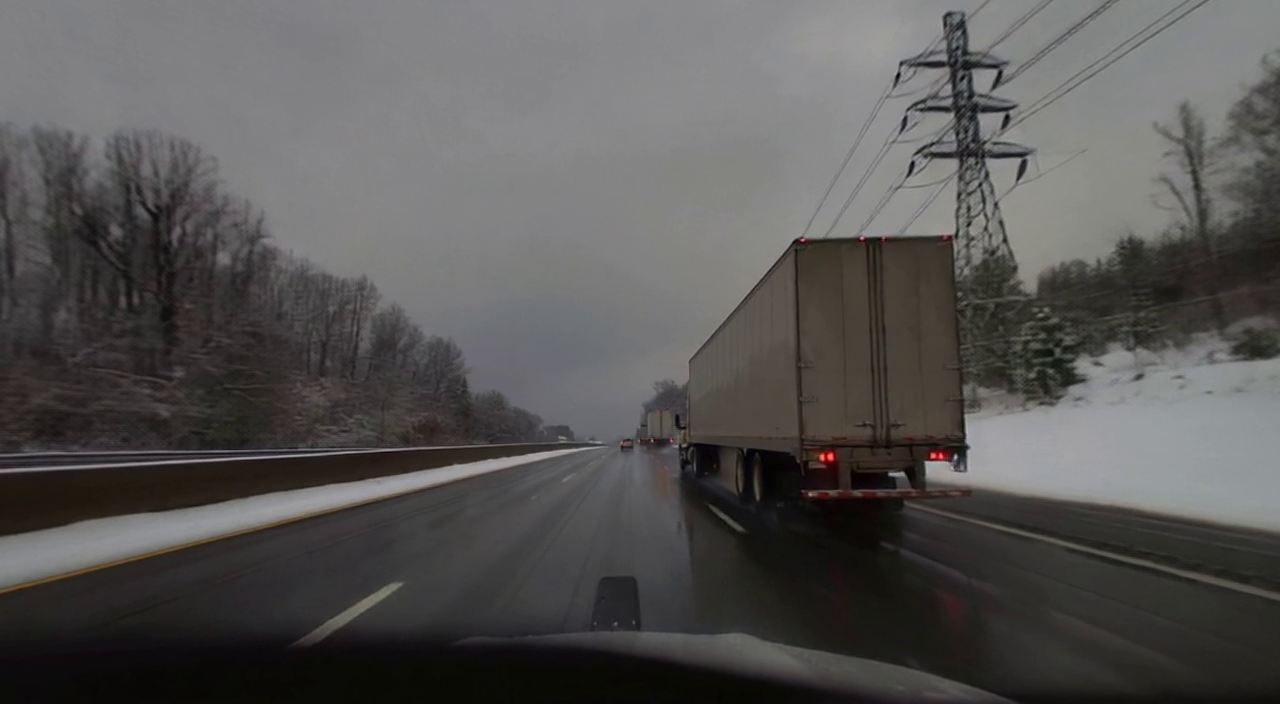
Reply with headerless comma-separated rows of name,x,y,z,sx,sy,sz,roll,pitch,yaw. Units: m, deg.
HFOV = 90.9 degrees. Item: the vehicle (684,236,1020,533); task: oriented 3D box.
vehicle,3.360,1.338,15.680,2.905,4.080,14.157,0,-8,-2
